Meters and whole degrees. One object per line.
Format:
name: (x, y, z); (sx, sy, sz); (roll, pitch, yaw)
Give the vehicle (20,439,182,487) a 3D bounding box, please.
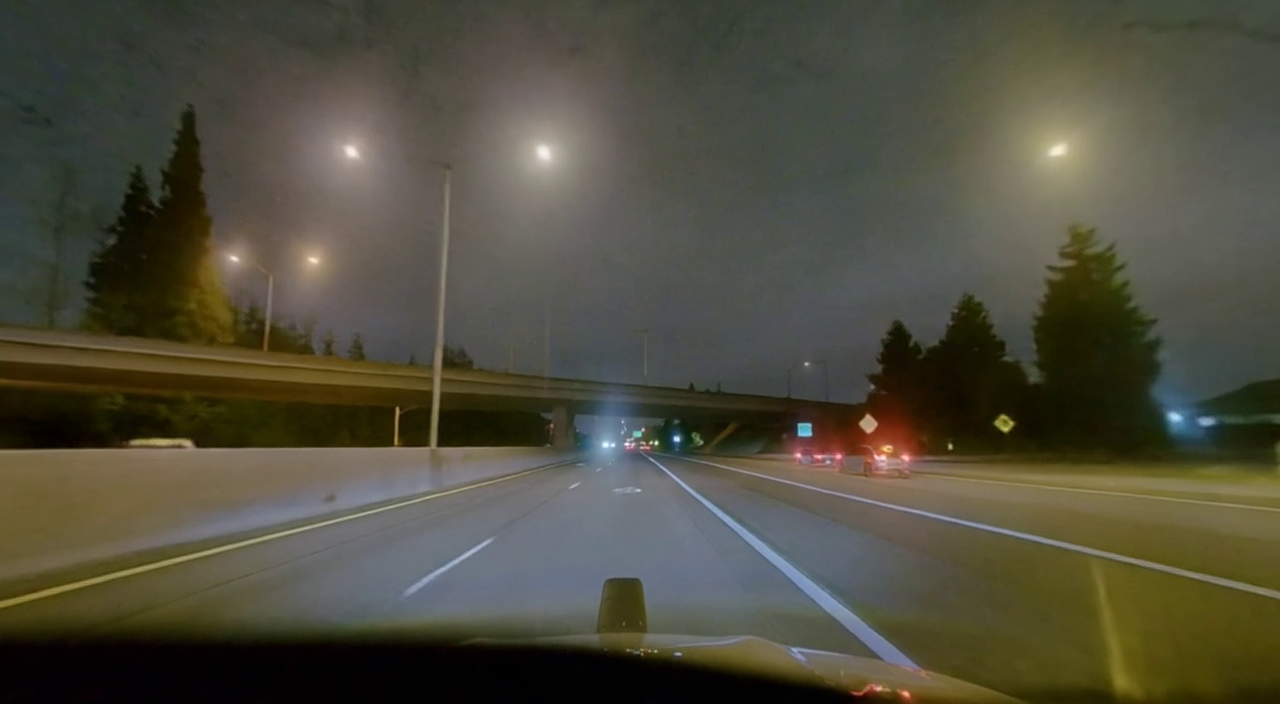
vehicle: (-18.373, 3.786, 21.821); (1.804, 1.461, 4.269); (0, -9, 0)
